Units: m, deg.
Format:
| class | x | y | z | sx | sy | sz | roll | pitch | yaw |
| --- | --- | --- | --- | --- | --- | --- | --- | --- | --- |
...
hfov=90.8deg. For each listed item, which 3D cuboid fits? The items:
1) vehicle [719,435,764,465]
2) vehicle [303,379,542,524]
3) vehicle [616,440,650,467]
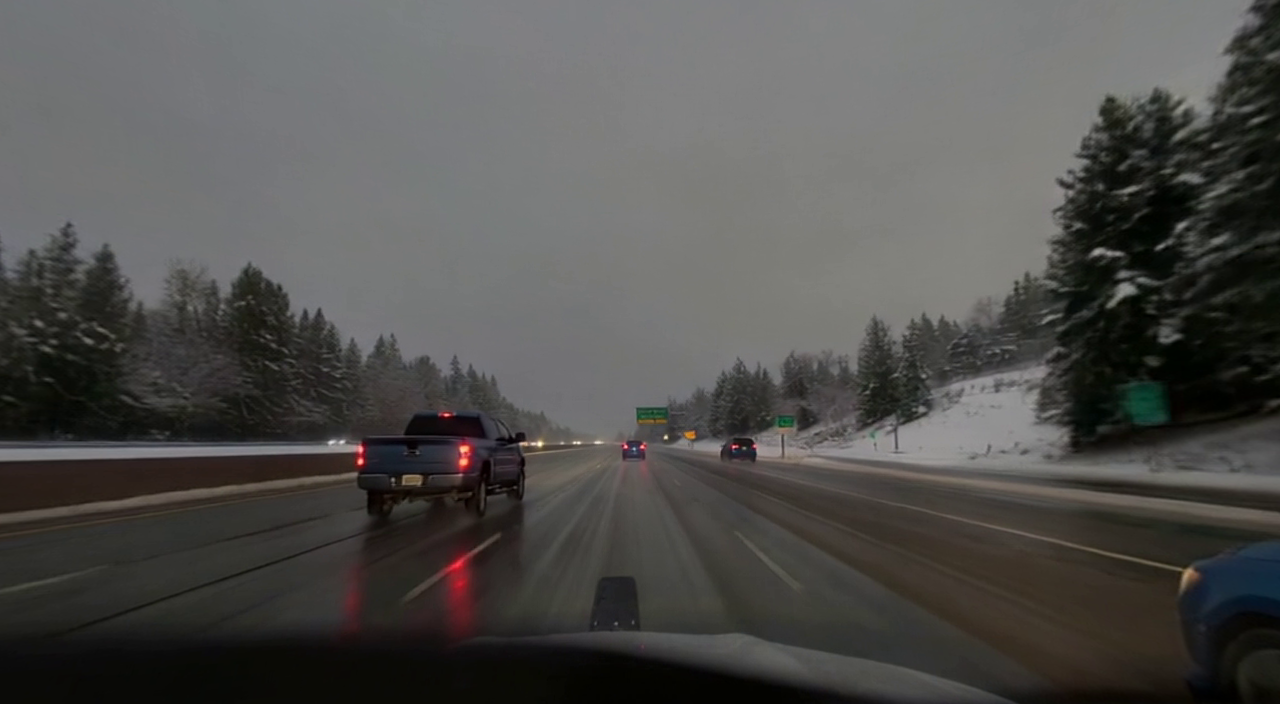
| class | x | y | z | sx | sy | sz | roll | pitch | yaw |
| --- | --- | --- | --- | --- | --- | --- | --- | --- | --- |
| vehicle | 6.773 | 6.635 | 42.742 | 2.103 | 1.898 | 5.310 | 0 | -9 | -1 |
| vehicle | -3.740 | 1.946 | 12.588 | 2.592 | 2.179 | 6.034 | 0 | -9 | 0 |
| vehicle | -0.490 | 6.598 | 41.301 | 2.157 | 1.642 | 4.189 | 0 | -9 | -2 |
